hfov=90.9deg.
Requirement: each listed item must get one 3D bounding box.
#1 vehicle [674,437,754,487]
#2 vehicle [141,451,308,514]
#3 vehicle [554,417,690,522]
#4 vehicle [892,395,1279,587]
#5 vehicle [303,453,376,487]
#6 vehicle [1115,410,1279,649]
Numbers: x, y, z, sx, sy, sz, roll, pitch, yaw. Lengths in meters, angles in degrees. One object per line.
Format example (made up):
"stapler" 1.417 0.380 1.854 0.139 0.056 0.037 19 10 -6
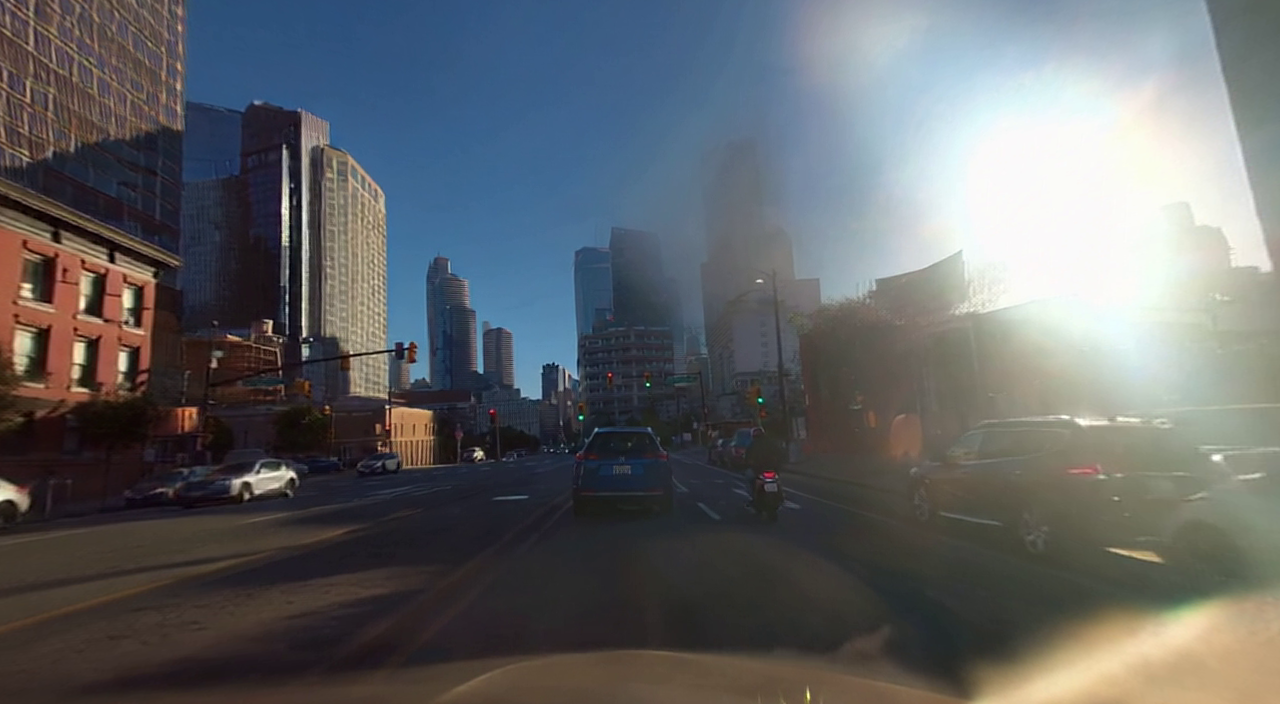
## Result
"vehicle" 2.365 3.669 21.321 2.101 1.507 4.355 0 -9 -1
"vehicle" -13.866 4.323 21.610 2.142 1.826 5.471 0 -9 -2
"vehicle" -0.314 2.283 12.719 2.265 1.748 4.130 0 -9 0
"vehicle" 5.214 1.603 8.065 2.030 1.709 4.687 0 -9 0
"vehicle" -18.664 7.314 39.459 2.134 1.915 5.317 0 -9 -3
"vehicle" 5.153 1.003 3.121 2.012 1.532 4.565 0 -9 0
